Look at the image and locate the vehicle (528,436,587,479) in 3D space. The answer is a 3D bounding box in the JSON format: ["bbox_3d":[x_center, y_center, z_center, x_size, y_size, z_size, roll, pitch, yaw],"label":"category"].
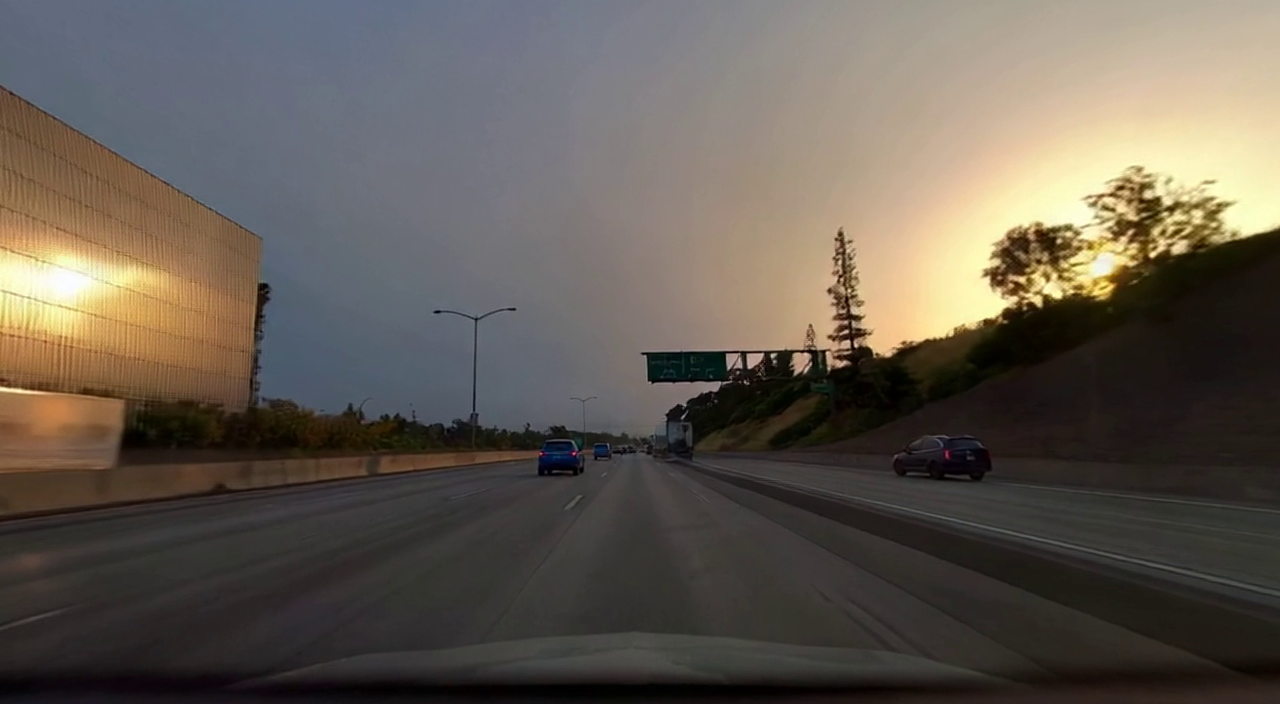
[{"bbox_3d":[-3.563,4.644,27.998,2.039,1.710,4.237,0,-9,0],"label":"vehicle"}]

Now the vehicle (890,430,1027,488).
[{"bbox_3d":[11.045,3.755,22.440,2.089,1.787,5.080,0,-9,-1],"label":"vehicle"}]
